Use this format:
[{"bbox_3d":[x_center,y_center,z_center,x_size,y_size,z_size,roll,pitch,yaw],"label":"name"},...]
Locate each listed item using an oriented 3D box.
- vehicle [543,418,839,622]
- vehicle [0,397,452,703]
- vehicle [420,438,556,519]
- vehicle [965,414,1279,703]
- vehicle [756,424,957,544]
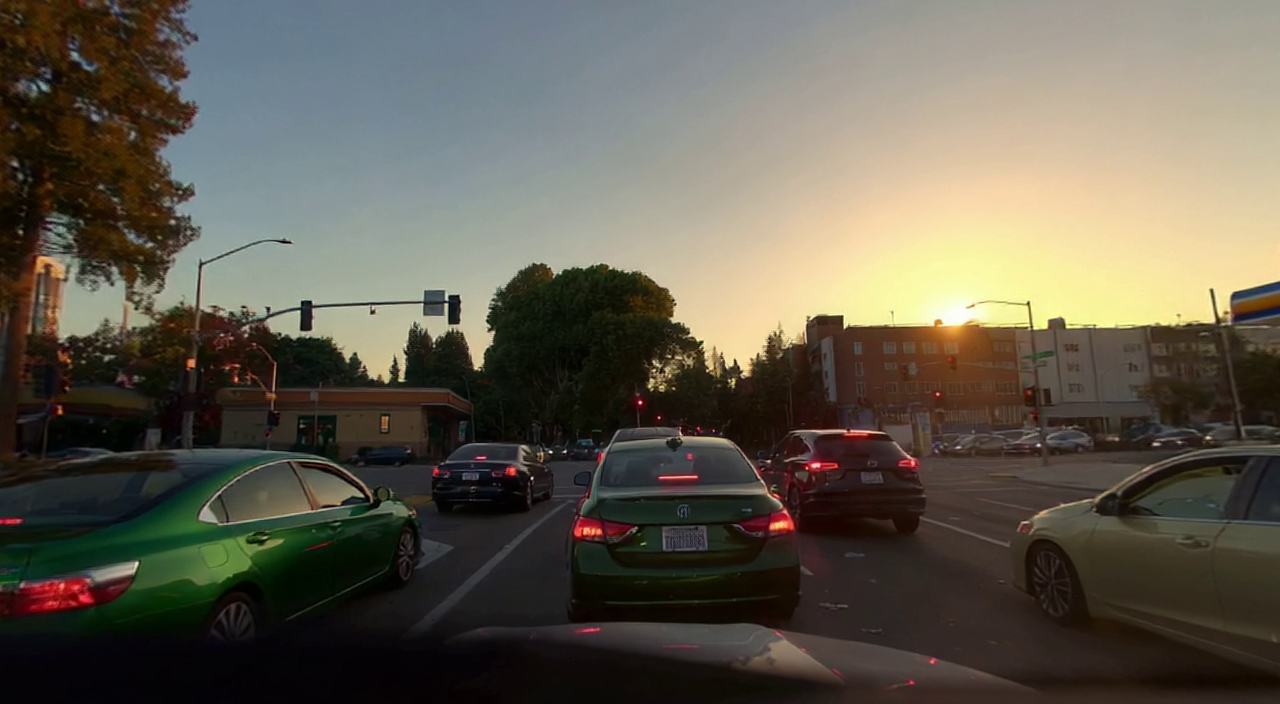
[{"bbox_3d":[0.326,1.585,6.950,2.220,1.507,4.317,0,-9,-2],"label":"vehicle"},{"bbox_3d":[-3.011,1.248,4.625,1.887,1.493,4.255,0,-9,1],"label":"vehicle"},{"bbox_3d":[-3.077,2.645,13.709,1.867,1.474,4.237,0,-9,1],"label":"vehicle"},{"bbox_3d":[4.176,1.135,3.614,1.950,1.497,4.686,0,-9,-3],"label":"vehicle"},{"bbox_3d":[3.373,2.128,10.797,1.947,1.630,4.127,0,-9,0],"label":"vehicle"}]
